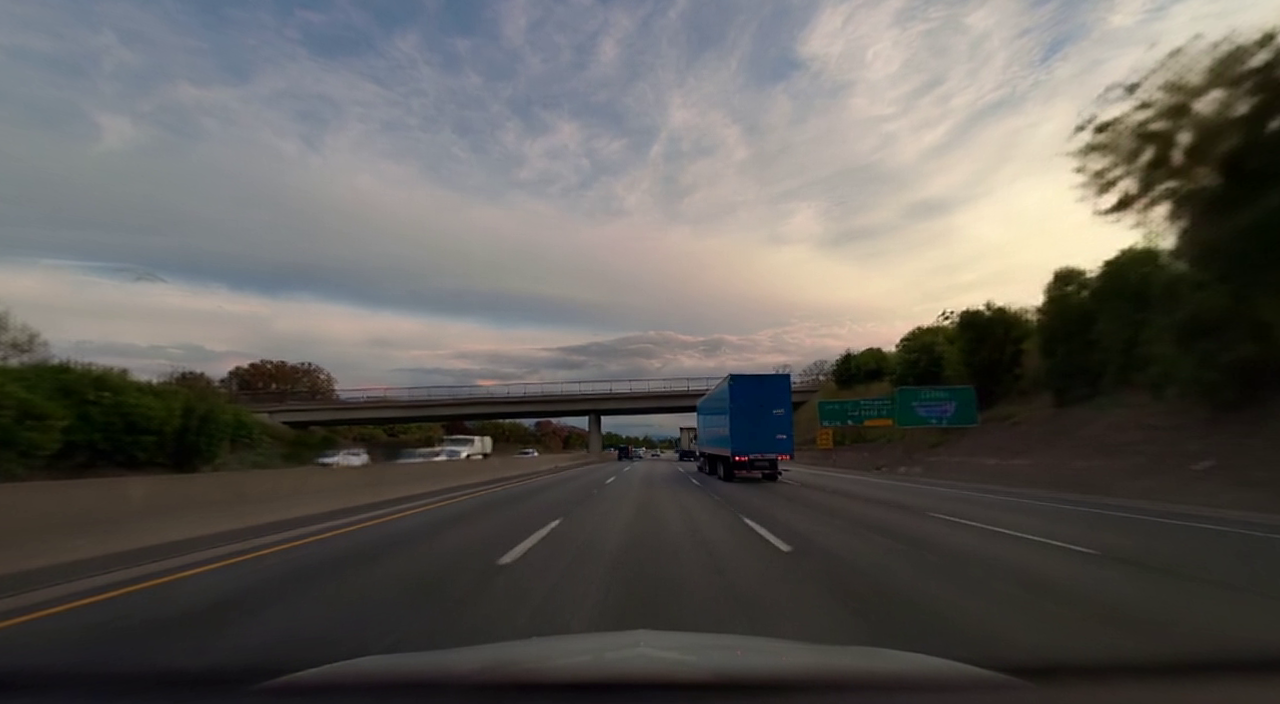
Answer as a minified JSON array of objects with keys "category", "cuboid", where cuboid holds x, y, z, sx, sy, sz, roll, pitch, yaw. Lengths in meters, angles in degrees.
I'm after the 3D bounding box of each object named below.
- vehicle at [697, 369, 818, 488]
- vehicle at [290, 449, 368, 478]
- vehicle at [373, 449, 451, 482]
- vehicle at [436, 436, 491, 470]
[{"category":"vehicle","cuboid":[4.618,3.684,28.600,2.825,4.054,14.210,0,-9,0]},{"category":"vehicle","cuboid":[-17.543,6.298,35.849,1.981,1.481,4.641,0,-9,1]},{"category":"vehicle","cuboid":[-10.600,5.304,29.694,1.954,1.449,4.358,0,-9,1]},{"category":"vehicle","cuboid":[-13.751,7.937,49.627,2.326,2.525,6.173,0,-9,2]}]
